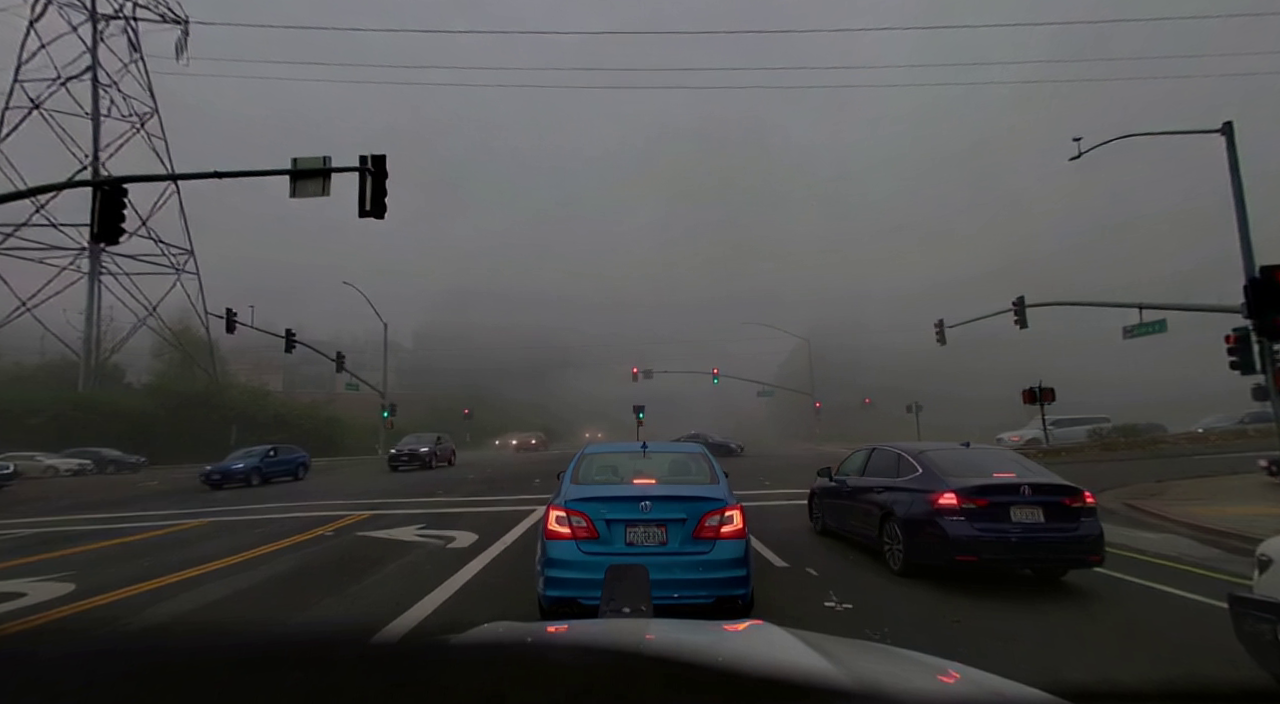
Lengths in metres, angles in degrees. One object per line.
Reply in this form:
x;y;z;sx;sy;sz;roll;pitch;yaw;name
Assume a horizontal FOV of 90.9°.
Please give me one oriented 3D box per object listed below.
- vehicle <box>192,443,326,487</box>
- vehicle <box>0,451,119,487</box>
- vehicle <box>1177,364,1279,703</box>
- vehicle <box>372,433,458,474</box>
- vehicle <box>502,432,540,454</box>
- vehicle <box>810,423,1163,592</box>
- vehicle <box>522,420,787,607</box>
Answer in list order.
-14.171;4.197;23.820;2.089;1.464;4.520;-1;-8;2;vehicle
-25.941;5.113;27.739;4.263;1.464;1.895;0;-8;-1;vehicle
3.403;0.590;0.628;1.926;1.614;4.330;0;-8;1;vehicle
-9.452;4.298;26.927;1.910;1.597;4.334;-1;-8;2;vehicle
-8.825;6.821;47.060;1.910;1.537;4.123;-1;-8;3;vehicle
3.643;1.684;7.722;1.835;1.473;4.190;0;-8;-2;vehicle
0.103;1.597;7.127;2.117;1.474;4.036;0;-8;0;vehicle
